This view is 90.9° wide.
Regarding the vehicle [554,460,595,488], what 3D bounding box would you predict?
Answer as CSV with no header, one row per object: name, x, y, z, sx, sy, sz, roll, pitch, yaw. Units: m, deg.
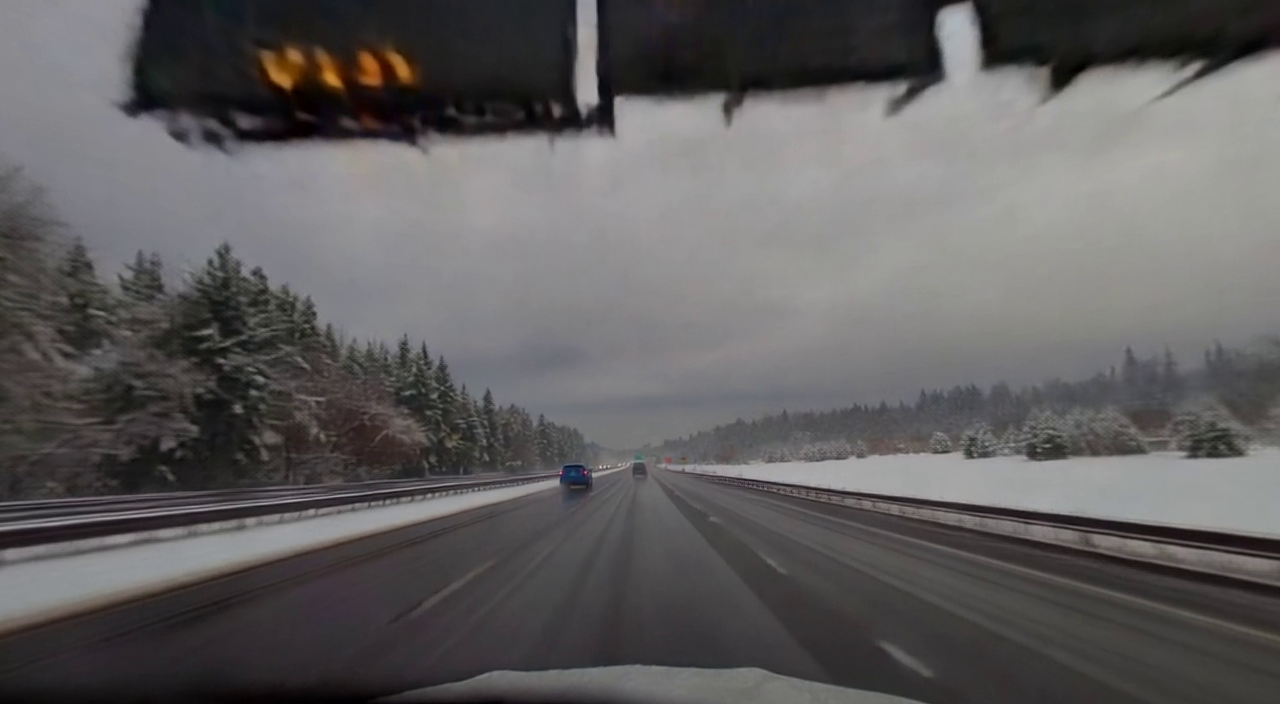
vehicle,-4.001,7.565,39.267,2.081,1.586,4.245,1,-10,0
